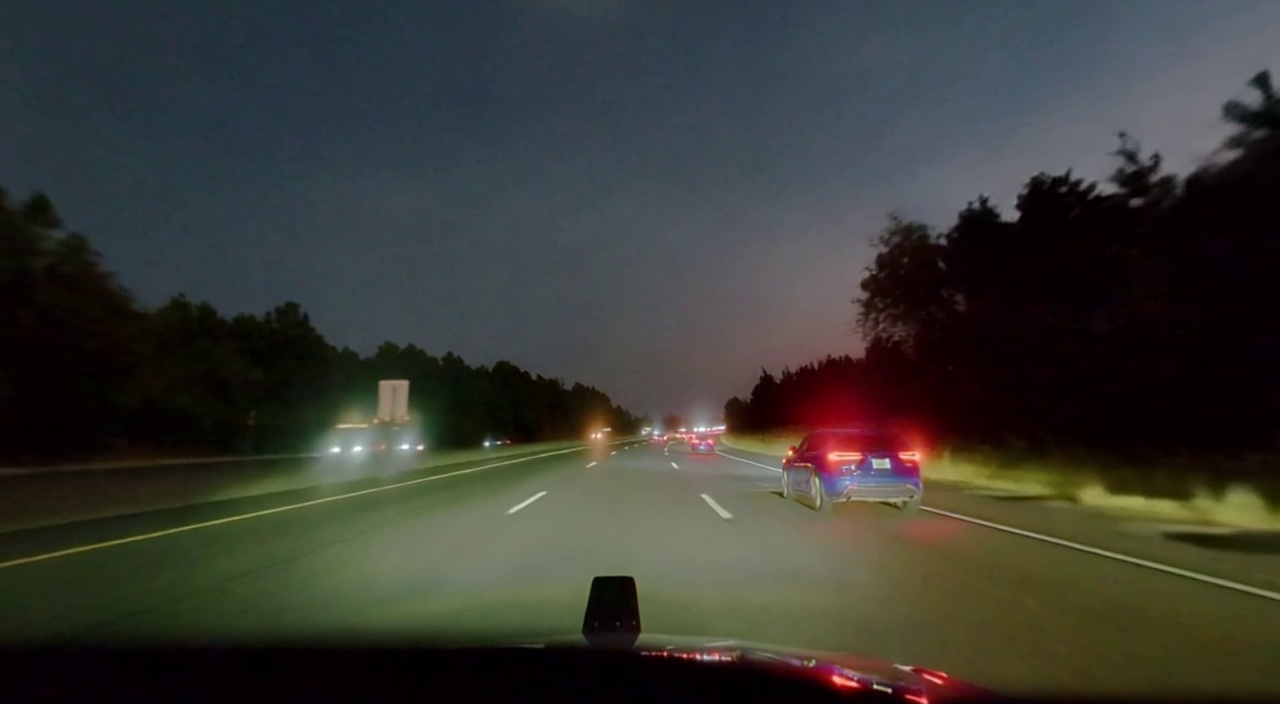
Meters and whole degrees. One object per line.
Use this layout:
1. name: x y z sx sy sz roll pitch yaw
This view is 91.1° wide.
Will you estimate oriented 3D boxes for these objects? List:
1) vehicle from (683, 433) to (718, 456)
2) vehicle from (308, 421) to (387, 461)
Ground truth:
1. vehicle: 4.067 6.339 43.167 1.982 1.452 4.294 0 -8 0
2. vehicle: -19.967 6.108 43.292 2.376 2.574 5.921 0 -8 2
